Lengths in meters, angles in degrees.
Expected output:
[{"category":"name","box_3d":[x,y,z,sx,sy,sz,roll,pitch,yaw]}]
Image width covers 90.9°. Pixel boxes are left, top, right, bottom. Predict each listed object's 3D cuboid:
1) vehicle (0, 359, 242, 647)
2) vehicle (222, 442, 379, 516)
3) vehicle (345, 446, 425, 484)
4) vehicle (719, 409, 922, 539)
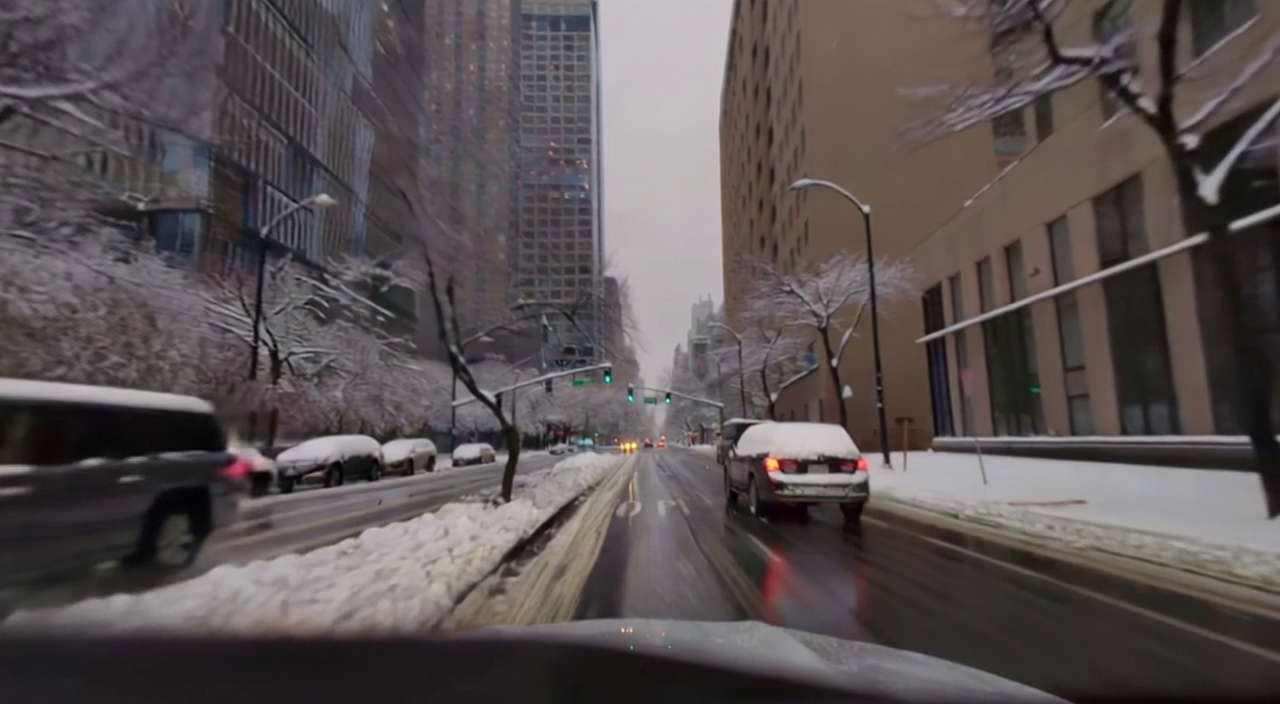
[{"category":"vehicle","box_3d":[-5.247,0.988,4.087,2.030,1.881,4.994,0,-9,0]},{"category":"vehicle","box_3d":[-8.778,3.246,16.796,1.750,1.607,4.241,0,-7,1]},{"category":"vehicle","box_3d":[-12.099,5.374,30.270,1.937,1.642,4.591,0,-9,-1]},{"category":"vehicle","box_3d":[2.933,2.164,11.795,2.118,1.848,5.426,0,-9,-1]}]
